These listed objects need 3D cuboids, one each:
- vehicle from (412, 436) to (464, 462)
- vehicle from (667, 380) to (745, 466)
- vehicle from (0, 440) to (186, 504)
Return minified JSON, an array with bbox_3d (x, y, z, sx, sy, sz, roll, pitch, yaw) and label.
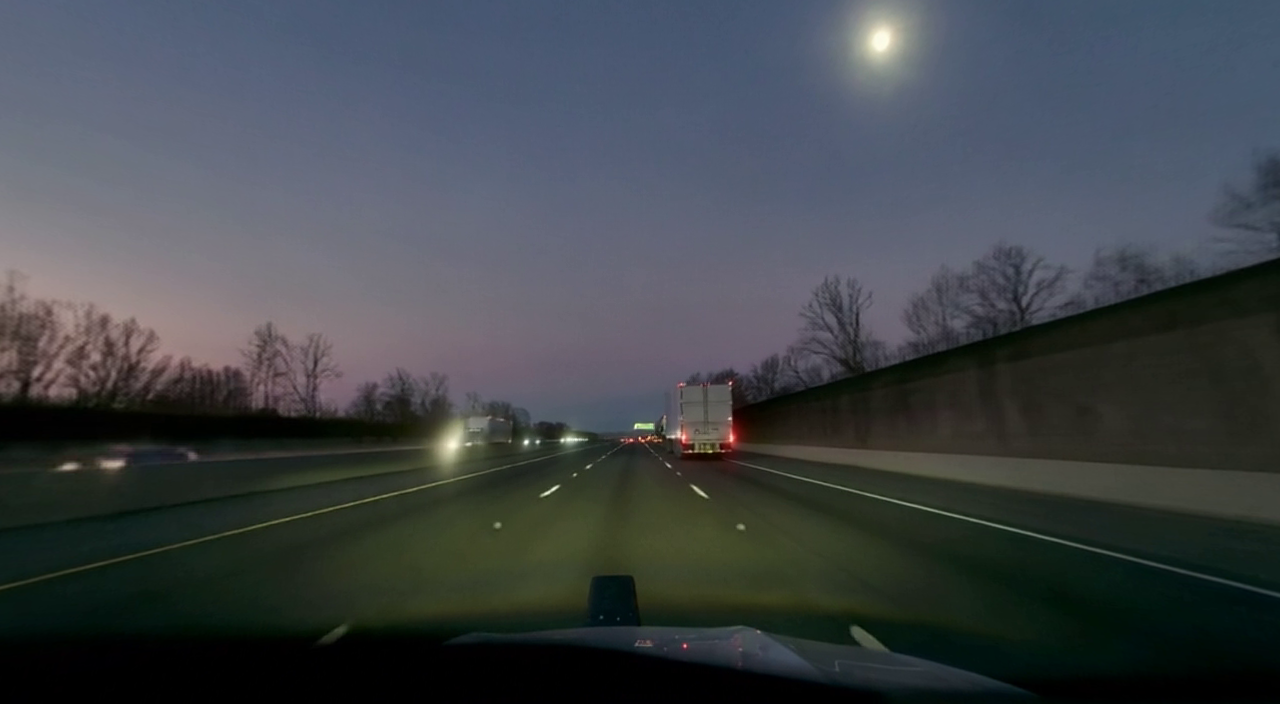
[{"bbox_3d":[-12.251,5.900,38.392,1.847,1.490,4.234,0,-8,-1],"label":"vehicle"},{"bbox_3d":[3.573,4.465,38.687,2.979,4.161,15.508,0,-7,-1],"label":"vehicle"},{"bbox_3d":[-15.567,3.303,17.937,1.861,1.556,4.536,0,-8,0],"label":"vehicle"}]
